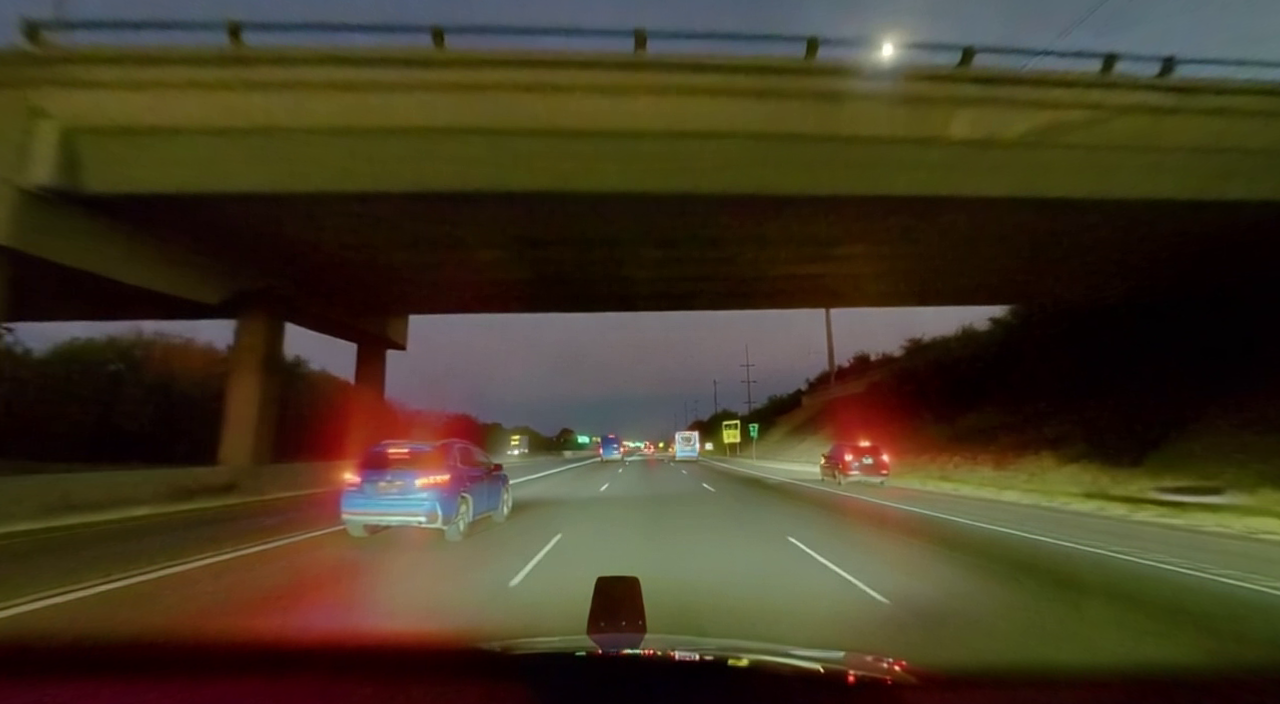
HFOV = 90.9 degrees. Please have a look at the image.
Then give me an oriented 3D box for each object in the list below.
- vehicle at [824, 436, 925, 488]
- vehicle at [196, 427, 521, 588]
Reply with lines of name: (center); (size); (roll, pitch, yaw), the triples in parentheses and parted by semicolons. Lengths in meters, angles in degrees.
vehicle: (8.280, 3.928, 22.694); (1.936, 1.664, 4.198); (0, -9, -1)
vehicle: (-3.082, 1.819, 8.294); (2.029, 1.472, 4.721); (0, -9, 1)
